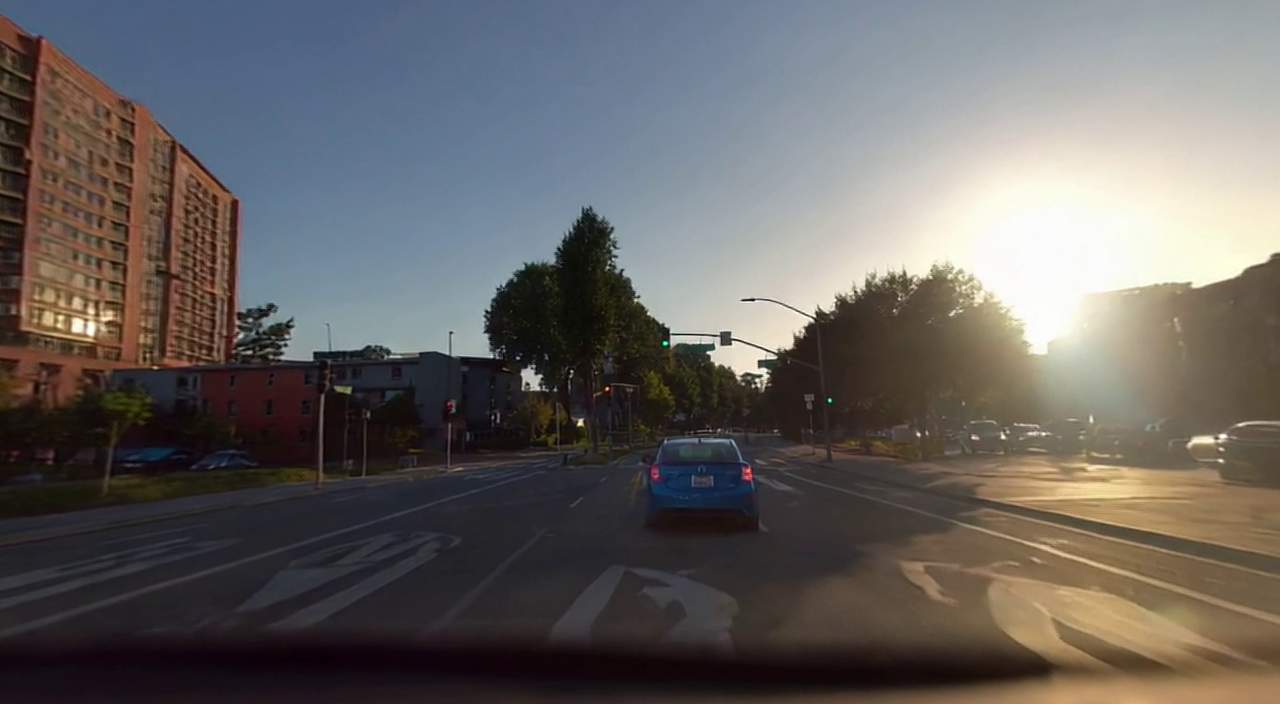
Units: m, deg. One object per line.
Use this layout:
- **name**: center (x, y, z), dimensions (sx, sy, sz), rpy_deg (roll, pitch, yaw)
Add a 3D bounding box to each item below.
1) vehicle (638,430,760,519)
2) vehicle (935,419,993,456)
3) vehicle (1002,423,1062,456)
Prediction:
- **vehicle**: center (1.054, 2.267, 12.244), dimensions (1.950, 1.401, 4.159), rpy_deg (-1, -8, 3)
- **vehicle**: center (24.994, 6.629, 48.700), dimensions (2.311, 2.623, 5.870), rpy_deg (-2, -8, 11)
- **vehicle**: center (29.917, 6.692, 48.162), dimensions (2.176, 2.400, 4.821), rpy_deg (-2, -8, 11)
